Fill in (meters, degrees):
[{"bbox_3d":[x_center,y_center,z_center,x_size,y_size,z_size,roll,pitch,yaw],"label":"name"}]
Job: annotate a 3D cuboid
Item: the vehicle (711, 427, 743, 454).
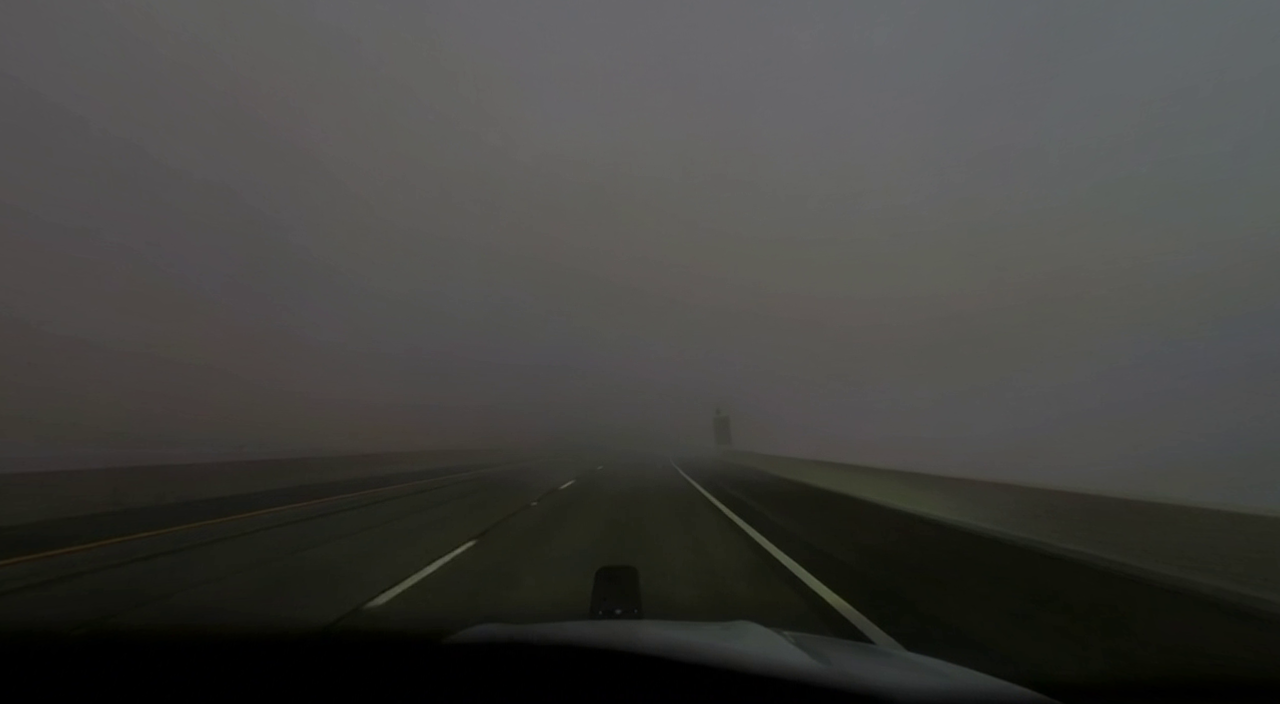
[{"bbox_3d":[6.823,6.996,49.816,1.914,2.013,4.041,0,-8,-1],"label":"vehicle"}]
